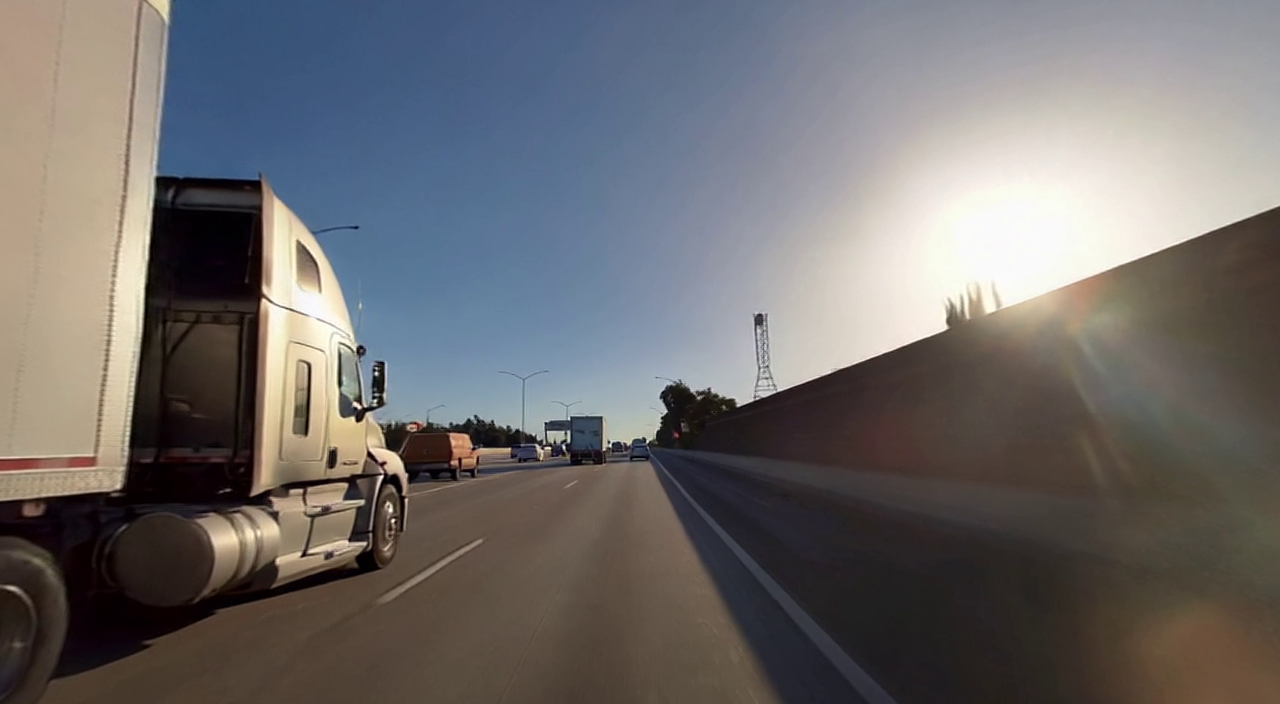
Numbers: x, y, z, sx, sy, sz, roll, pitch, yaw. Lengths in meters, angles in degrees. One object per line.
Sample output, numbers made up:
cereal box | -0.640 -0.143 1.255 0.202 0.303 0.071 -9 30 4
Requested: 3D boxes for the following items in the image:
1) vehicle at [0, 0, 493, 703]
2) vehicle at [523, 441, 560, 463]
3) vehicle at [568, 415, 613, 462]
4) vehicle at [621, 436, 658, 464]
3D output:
vehicle | -3.807 0.465 4.778 3.025 3.266 9.256 0 -8 1
vehicle | -7.248 7.397 46.706 1.962 1.489 4.002 0 -8 1
vehicle | -3.697 6.826 49.348 2.956 3.331 9.575 0 -8 -1
vehicle | -0.031 6.177 39.688 2.178 1.640 4.071 0 -8 0
